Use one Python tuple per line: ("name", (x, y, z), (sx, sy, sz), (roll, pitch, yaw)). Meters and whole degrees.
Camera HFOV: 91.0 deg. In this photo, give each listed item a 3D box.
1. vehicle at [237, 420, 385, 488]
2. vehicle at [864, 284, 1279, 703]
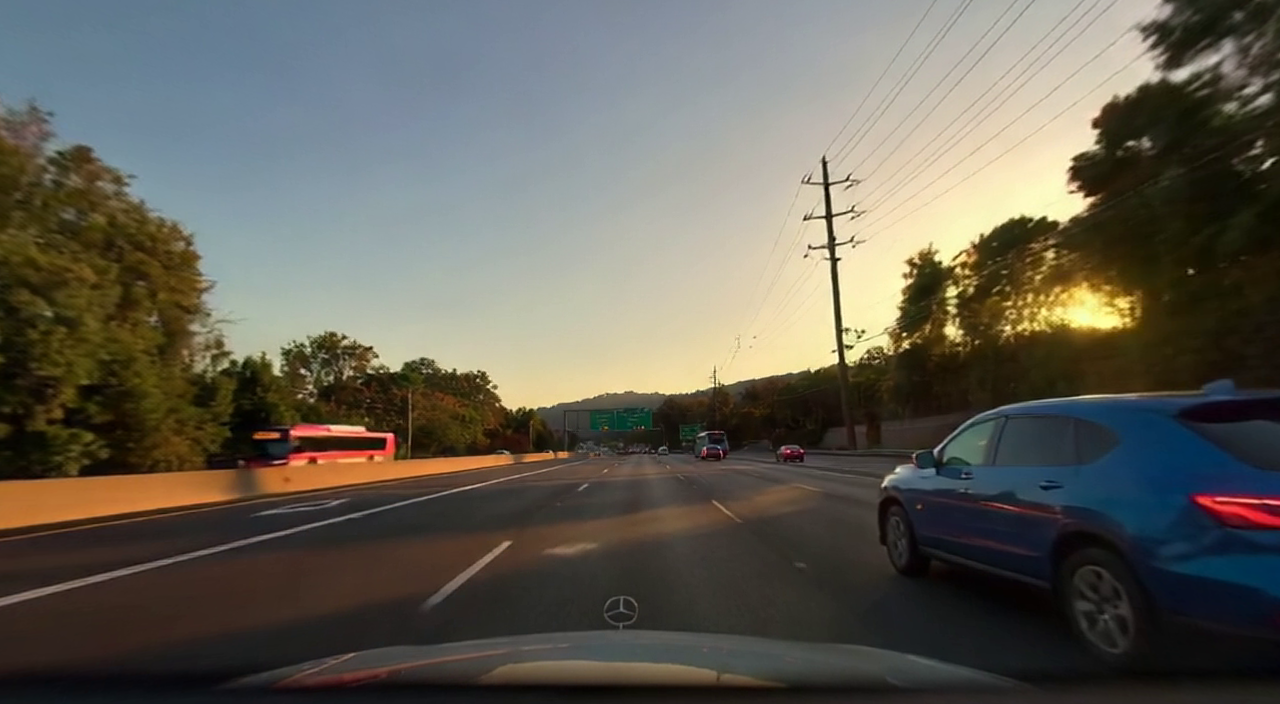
("vehicle", (-22.368, 7.100, 44.381), (3.045, 3.860, 13.939), (-2, -9, 0))
("vehicle", (3.372, 0.923, 3.779), (2.207, 1.850, 4.875), (0, -9, 0))
